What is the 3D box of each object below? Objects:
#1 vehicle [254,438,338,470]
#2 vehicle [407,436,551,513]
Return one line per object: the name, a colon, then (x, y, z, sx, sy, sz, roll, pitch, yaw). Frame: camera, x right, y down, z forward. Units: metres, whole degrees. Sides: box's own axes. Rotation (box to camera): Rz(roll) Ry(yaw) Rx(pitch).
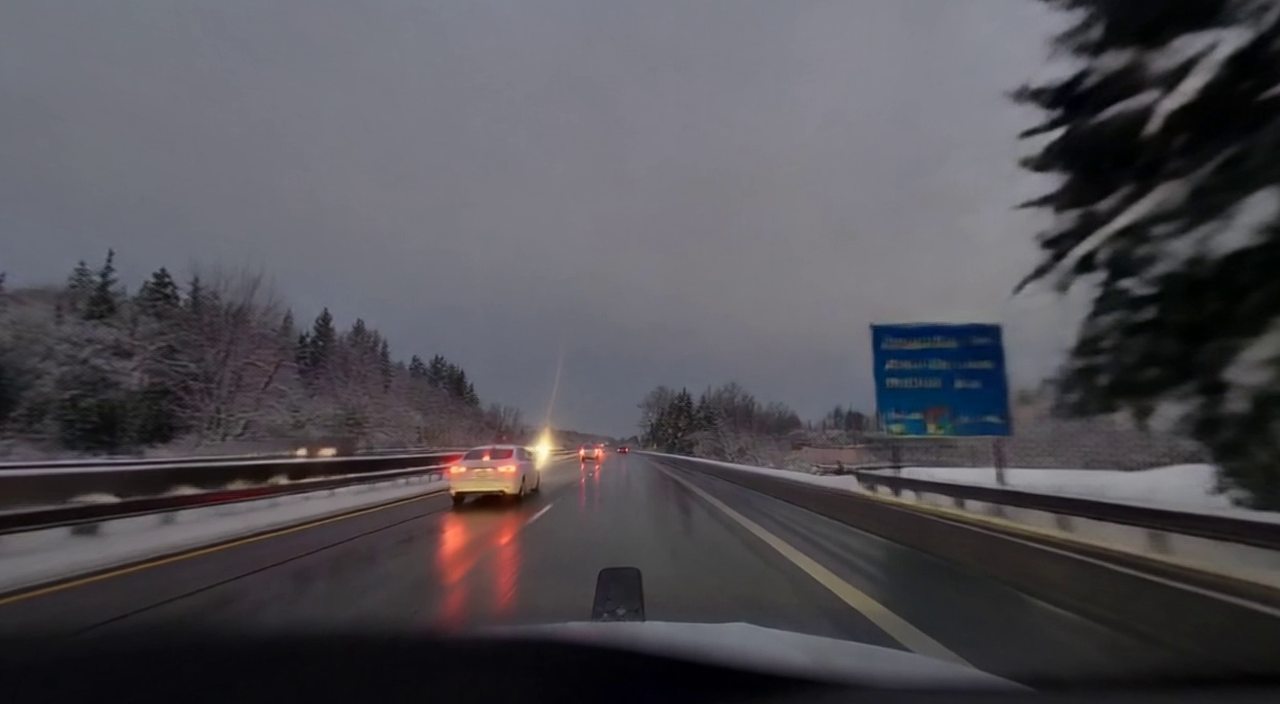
vehicle: (-17.827, 5.304, 32.934, 1.921, 1.526, 4.441, 0, -9, -1)
vehicle: (-3.679, 2.914, 15.555, 2.184, 1.574, 5.004, 0, -9, 0)
